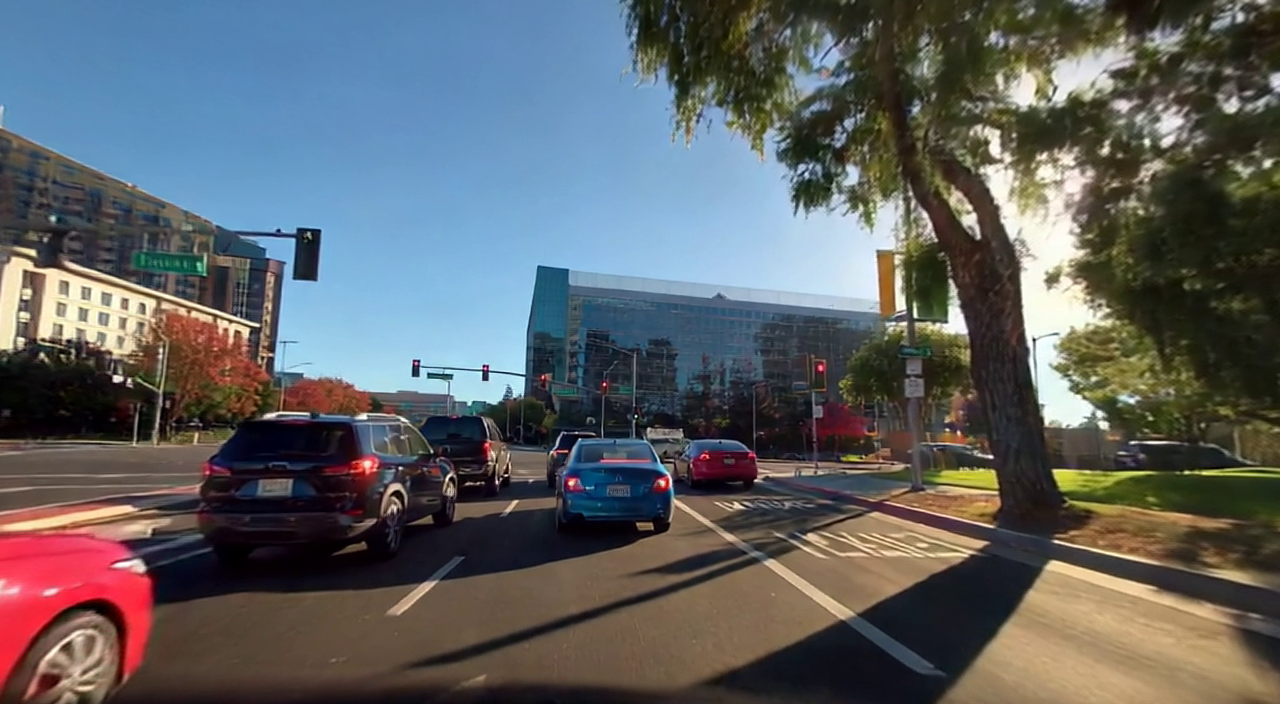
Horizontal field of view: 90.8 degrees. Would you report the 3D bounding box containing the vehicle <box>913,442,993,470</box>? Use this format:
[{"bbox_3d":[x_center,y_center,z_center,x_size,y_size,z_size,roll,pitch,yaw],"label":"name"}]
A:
[{"bbox_3d":[21.193,7.055,42.877,4.394,1.802,1.924,1,-9,-6],"label":"vehicle"}]

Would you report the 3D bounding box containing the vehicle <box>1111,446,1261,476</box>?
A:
[{"bbox_3d":[38.016,7.577,44.170,7.585,1.987,3.158,0,-8,-1],"label":"vehicle"}]

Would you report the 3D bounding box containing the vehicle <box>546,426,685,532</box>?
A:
[{"bbox_3d":[-0.562,2.155,11.362,2.001,1.483,4.442,1,-9,-6],"label":"vehicle"}]

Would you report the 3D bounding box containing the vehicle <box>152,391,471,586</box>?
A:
[{"bbox_3d":[-3.557,1.550,7.985,1.924,1.737,4.387,0,-9,-4],"label":"vehicle"}]

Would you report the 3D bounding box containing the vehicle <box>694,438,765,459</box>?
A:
[{"bbox_3d":[6.764,7.321,48.014,4.971,1.482,1.900,2,-9,-15],"label":"vehicle"}]

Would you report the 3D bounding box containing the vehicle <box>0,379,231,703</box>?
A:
[{"bbox_3d":[-3.098,0.676,0.868,2.105,1.510,4.643,0,-8,-3],"label":"vehicle"}]
